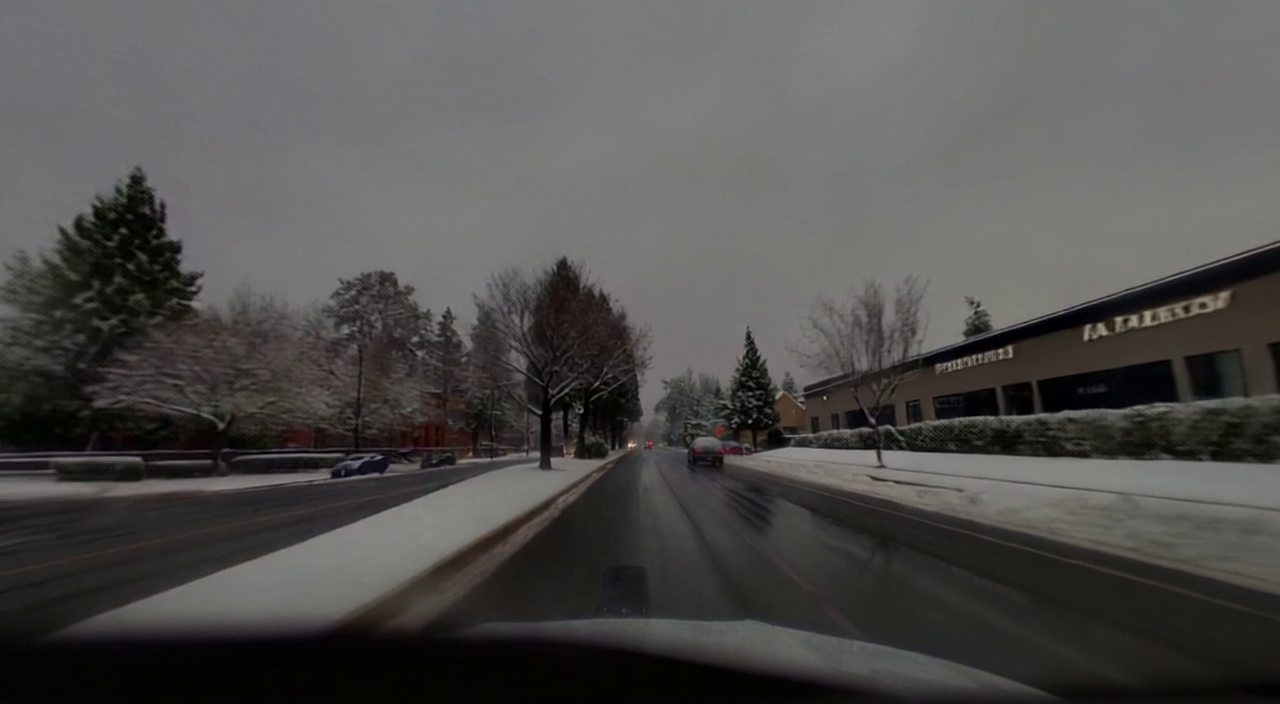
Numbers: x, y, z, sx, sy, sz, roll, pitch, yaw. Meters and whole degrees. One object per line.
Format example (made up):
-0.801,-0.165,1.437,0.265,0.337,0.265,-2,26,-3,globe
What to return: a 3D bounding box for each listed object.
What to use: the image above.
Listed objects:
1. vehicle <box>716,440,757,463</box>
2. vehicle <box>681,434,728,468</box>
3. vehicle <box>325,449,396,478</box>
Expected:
6.592,6.880,43.608,2.100,1.491,4.563,0,-8,0,vehicle
3.539,5.530,35.426,2.143,1.759,4.378,0,-8,-1,vehicle
-16.401,6.535,37.335,2.009,1.540,4.849,0,-8,0,vehicle
